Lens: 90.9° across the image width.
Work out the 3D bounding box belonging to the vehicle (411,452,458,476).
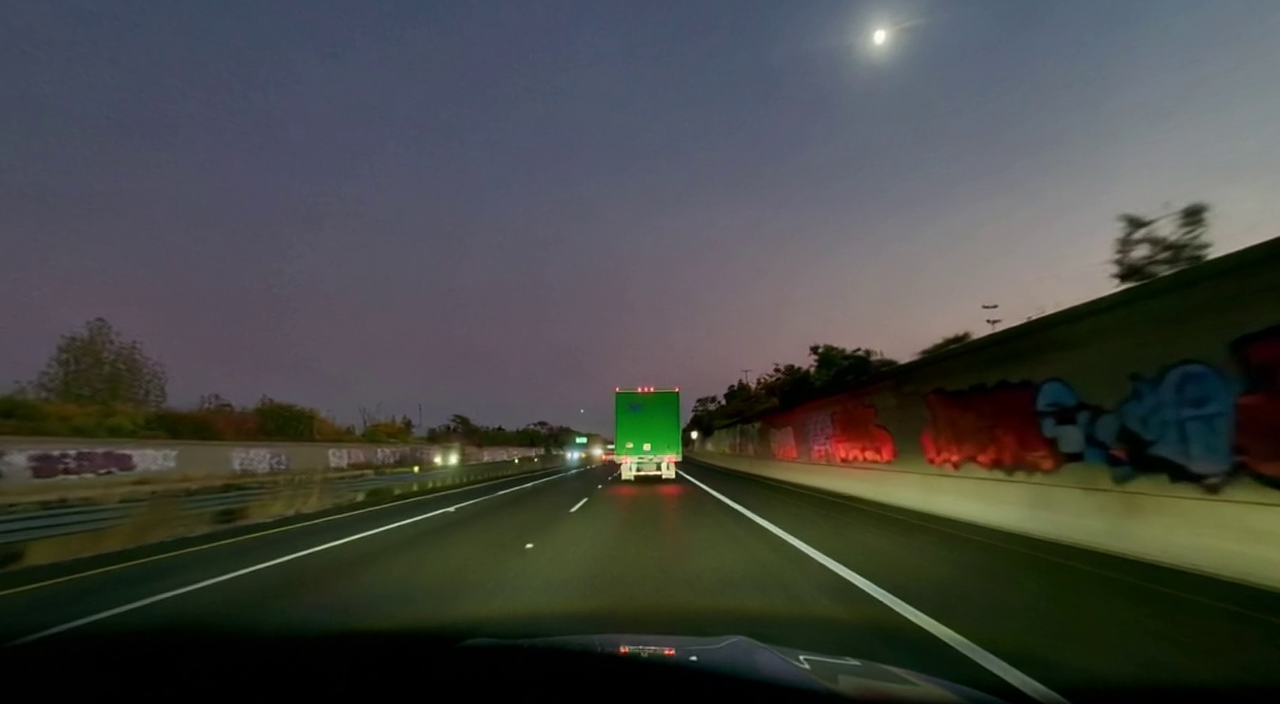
[{"bbox_3d":[-15.848,8.648,48.848,2.153,1.701,4.394,0,-9,0],"label":"vehicle"}]

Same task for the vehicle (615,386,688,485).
[{"bbox_3d":[0.263,4.142,30.355,2.900,3.955,10.151,0,-9,-2],"label":"vehicle"}]
